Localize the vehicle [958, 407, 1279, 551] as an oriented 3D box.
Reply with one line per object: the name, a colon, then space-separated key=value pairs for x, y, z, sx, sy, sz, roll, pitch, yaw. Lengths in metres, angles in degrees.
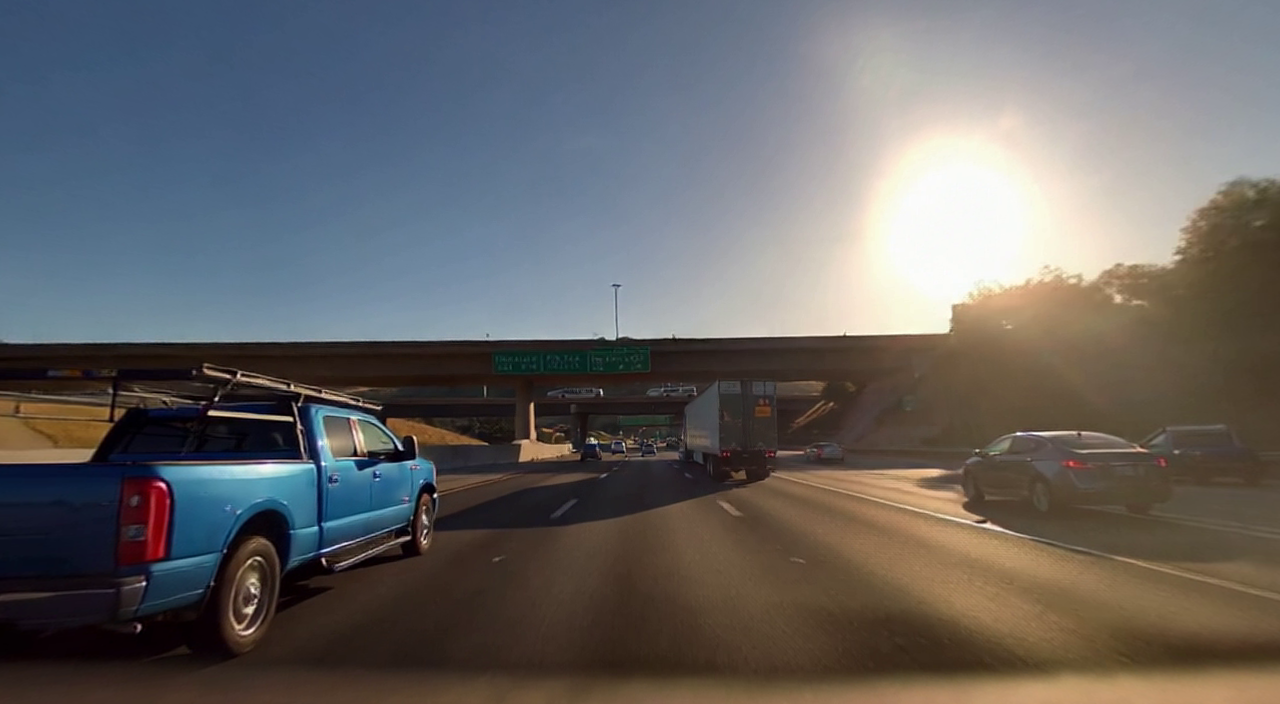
vehicle: x=7.209 y=1.852 z=9.889 sx=1.999 sy=1.700 sz=4.640 roll=0 pitch=-8 yaw=0

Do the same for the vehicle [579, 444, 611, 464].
vehicle: x=-3.336 y=7.669 z=47.730 sx=2.077 sy=1.446 sz=4.106 roll=0 pitch=-8 yaw=0

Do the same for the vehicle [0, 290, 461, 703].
vehicle: x=-3.873 y=1.202 z=5.797 sx=2.599 sy=2.054 sz=6.288 roll=0 pitch=-8 yaw=0

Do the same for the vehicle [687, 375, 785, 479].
vehicle: x=4.228 y=3.880 z=31.210 sx=2.885 sy=4.036 sz=12.891 roll=0 pitch=-8 yaw=0
